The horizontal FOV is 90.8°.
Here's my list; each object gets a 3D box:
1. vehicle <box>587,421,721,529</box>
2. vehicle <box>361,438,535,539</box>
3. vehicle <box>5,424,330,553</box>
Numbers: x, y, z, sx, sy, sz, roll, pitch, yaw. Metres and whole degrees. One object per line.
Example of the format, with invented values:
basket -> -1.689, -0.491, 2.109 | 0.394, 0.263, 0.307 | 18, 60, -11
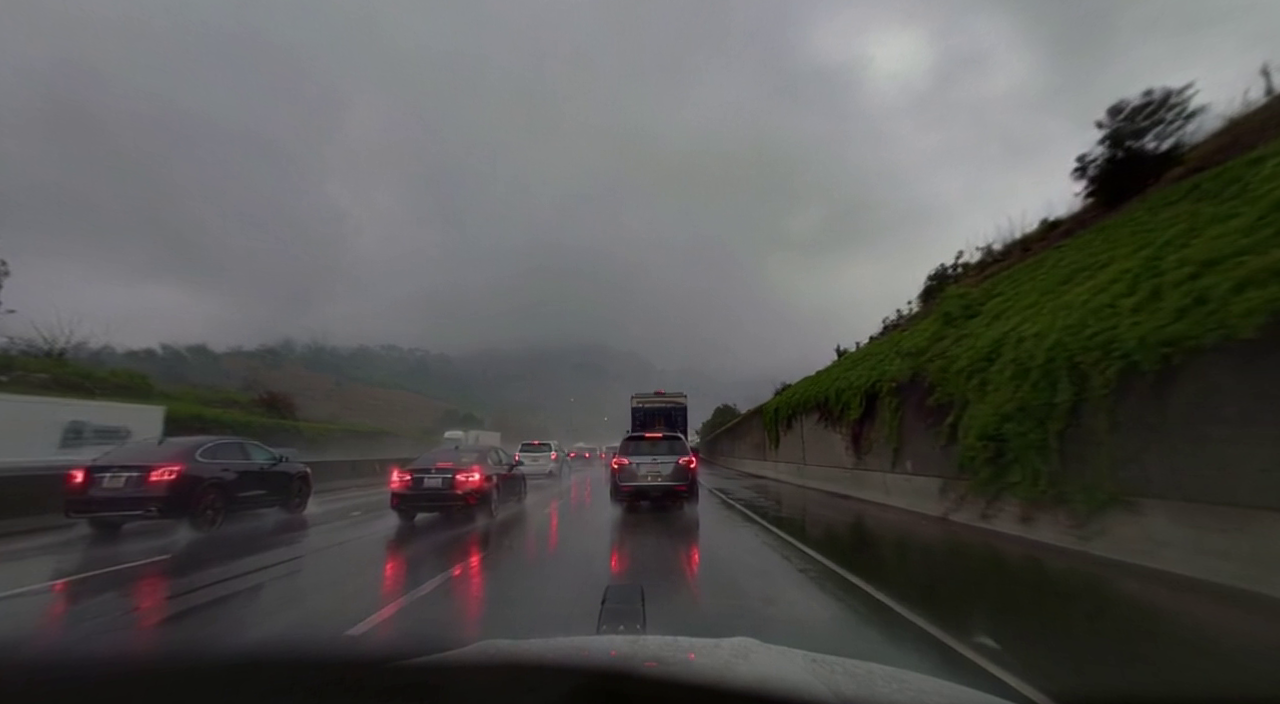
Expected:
vehicle -> 0.199, 2.457, 13.172 | 2.210, 1.760, 5.303 | 0, -9, -1
vehicle -> -3.258, 2.385, 11.629 | 1.917, 1.506, 3.949 | 0, -9, 1
vehicle -> -7.473, 2.187, 10.792 | 1.986, 1.700, 4.558 | 0, -9, 0
